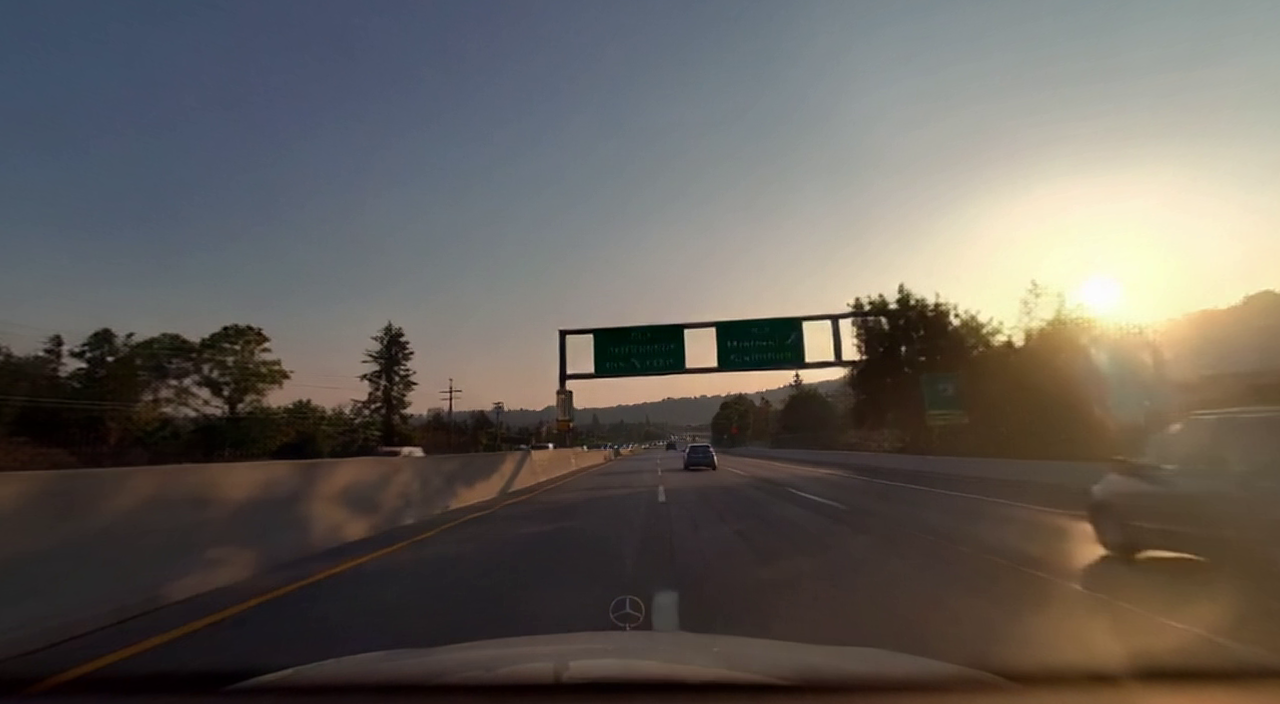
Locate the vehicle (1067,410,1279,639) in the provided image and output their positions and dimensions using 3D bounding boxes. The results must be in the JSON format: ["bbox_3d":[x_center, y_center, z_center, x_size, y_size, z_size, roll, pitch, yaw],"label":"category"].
[{"bbox_3d":[5.292,1.184,4.329,1.770,1.566,4.282,0,-8,2],"label":"vehicle"}]

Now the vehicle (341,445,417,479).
[{"bbox_3d":[-13.610,5.731,33.086,1.960,1.608,4.315,-1,-8,3],"label":"vehicle"}]

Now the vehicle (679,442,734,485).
[{"bbox_3d":[2.325,3.969,22.764,1.683,1.400,3.868,-1,-8,2],"label":"vehicle"}]
